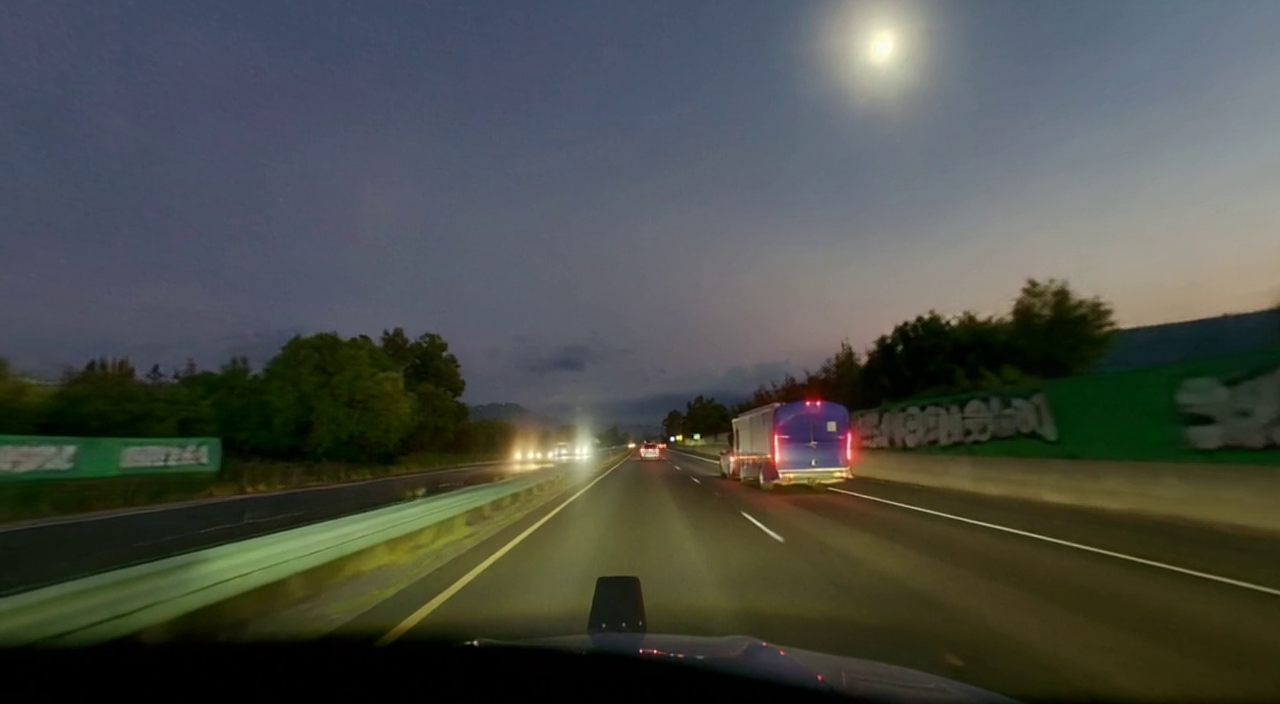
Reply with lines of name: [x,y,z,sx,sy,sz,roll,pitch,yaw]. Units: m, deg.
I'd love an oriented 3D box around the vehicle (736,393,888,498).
vehicle: [4.891,2.884,19.533,2.712,2.659,6.992,0,-8,0]

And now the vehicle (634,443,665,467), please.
vehicle: [0.618,6.985,42.890,2.030,1.572,4.067,0,-8,0]
